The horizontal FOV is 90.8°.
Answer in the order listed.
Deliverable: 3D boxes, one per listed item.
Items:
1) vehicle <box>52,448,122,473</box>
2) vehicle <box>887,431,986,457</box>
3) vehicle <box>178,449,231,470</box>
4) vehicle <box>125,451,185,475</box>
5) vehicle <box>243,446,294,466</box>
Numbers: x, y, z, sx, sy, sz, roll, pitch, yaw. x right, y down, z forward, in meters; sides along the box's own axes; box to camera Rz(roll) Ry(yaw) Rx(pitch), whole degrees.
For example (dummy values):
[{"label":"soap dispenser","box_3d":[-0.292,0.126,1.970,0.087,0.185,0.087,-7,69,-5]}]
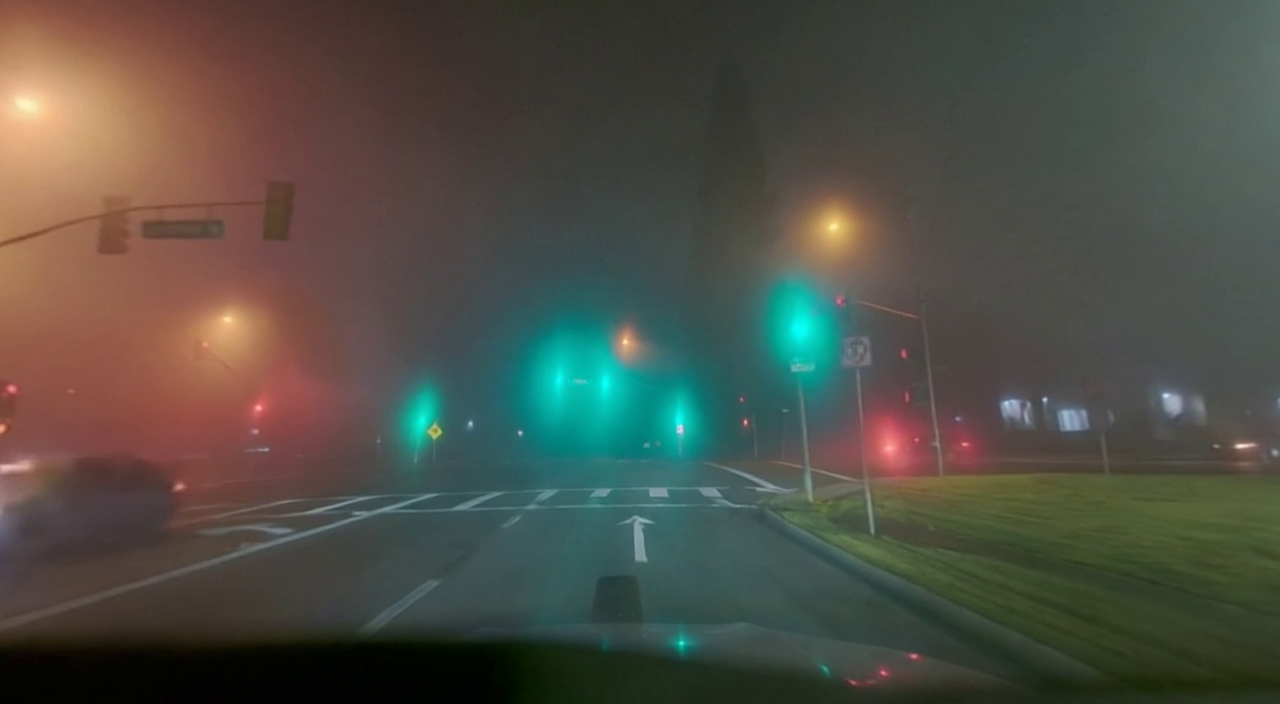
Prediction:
[{"label":"vehicle","box_3d":[-38.812,7.601,44.461,1.959,1.590,4.105,2,-9,-15]},{"label":"vehicle","box_3d":[16.905,5.286,36.213,4.720,1.410,1.784,-1,-8,9]},{"label":"vehicle","box_3d":[-31.929,7.891,46.457,1.816,1.423,4.126,2,-9,-14]},{"label":"vehicle","box_3d":[-34.745,7.918,45.363,2.000,1.582,4.063,3,-9,-16]},{"label":"vehicle","box_3d":[-27.648,7.738,47.143,1.665,1.386,4.012,1,-8,-6]}]
